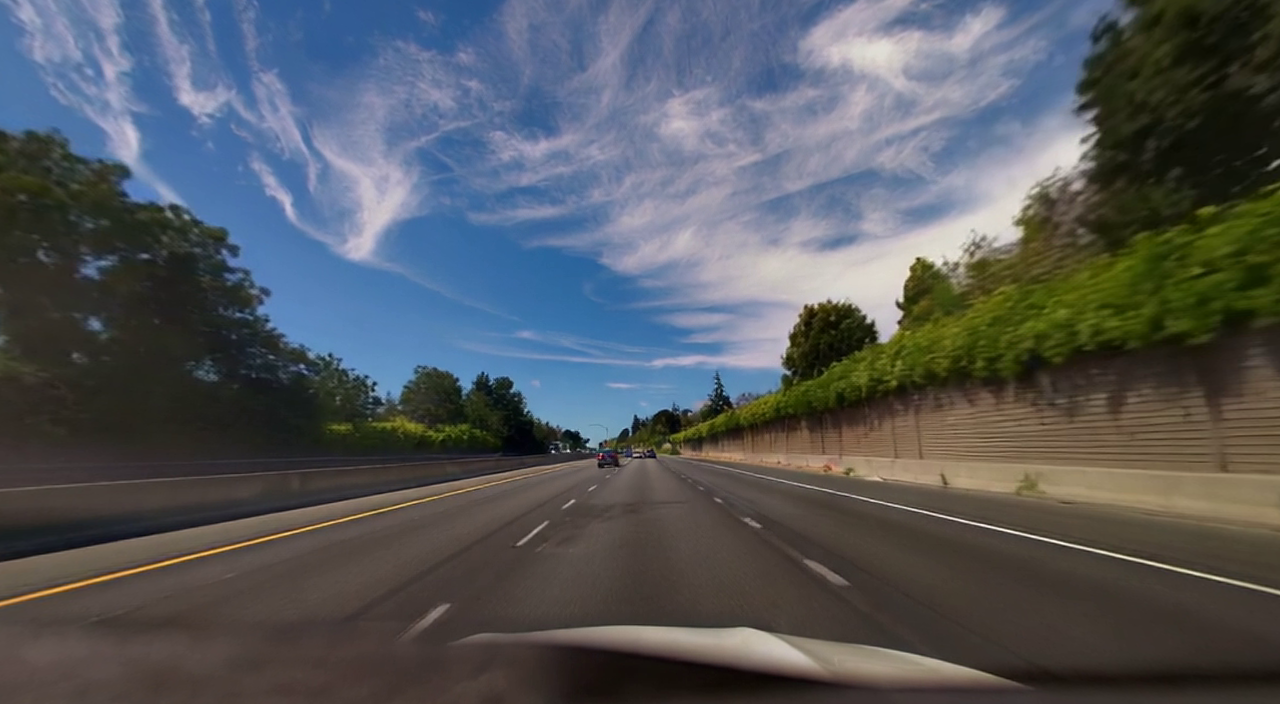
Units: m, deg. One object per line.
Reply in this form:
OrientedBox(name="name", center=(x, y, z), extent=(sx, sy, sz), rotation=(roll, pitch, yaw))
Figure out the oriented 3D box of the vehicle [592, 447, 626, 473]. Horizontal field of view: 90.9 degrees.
OrientedBox(name="vehicle", center=(-1.924, 6.799, 39.864), extent=(1.873, 1.529, 3.953), rotation=(0, -9, 1))
